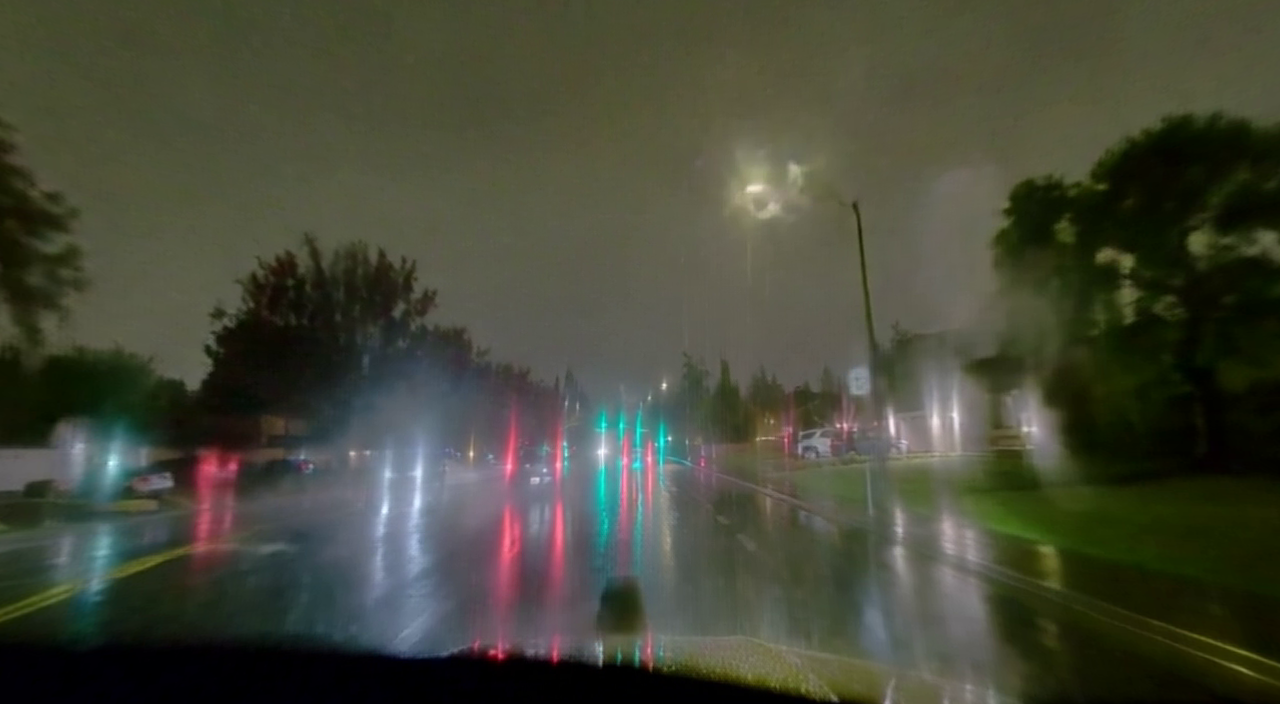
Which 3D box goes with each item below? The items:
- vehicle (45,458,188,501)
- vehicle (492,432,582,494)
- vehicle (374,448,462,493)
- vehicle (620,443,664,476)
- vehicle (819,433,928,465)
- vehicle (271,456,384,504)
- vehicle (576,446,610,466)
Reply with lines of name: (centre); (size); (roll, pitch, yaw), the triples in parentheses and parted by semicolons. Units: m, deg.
vehicle: (-22.088, 5.357, 26.776); (4.203, 1.693, 2.072); (0, -8, 2)
vehicle: (-3.191, 3.567, 20.617); (2.157, 1.771, 4.452); (0, -8, 1)
vehicle: (-8.917, 4.758, 25.779); (2.192, 1.516, 3.995); (-3, -8, -1)
vehicle: (0.088, 5.342, 31.694); (2.062, 1.518, 3.901); (0, -8, 0)
vehicle: (11.324, 4.722, 30.851); (4.573, 1.461, 1.867); (0, -8, -1)
vehicle: (-11.604, 4.756, 23.889); (1.970, 1.554, 4.401); (0, -8, 1)
vehicle: (-3.662, 8.148, 49.678); (2.268, 1.522, 4.350); (0, -8, 1)
